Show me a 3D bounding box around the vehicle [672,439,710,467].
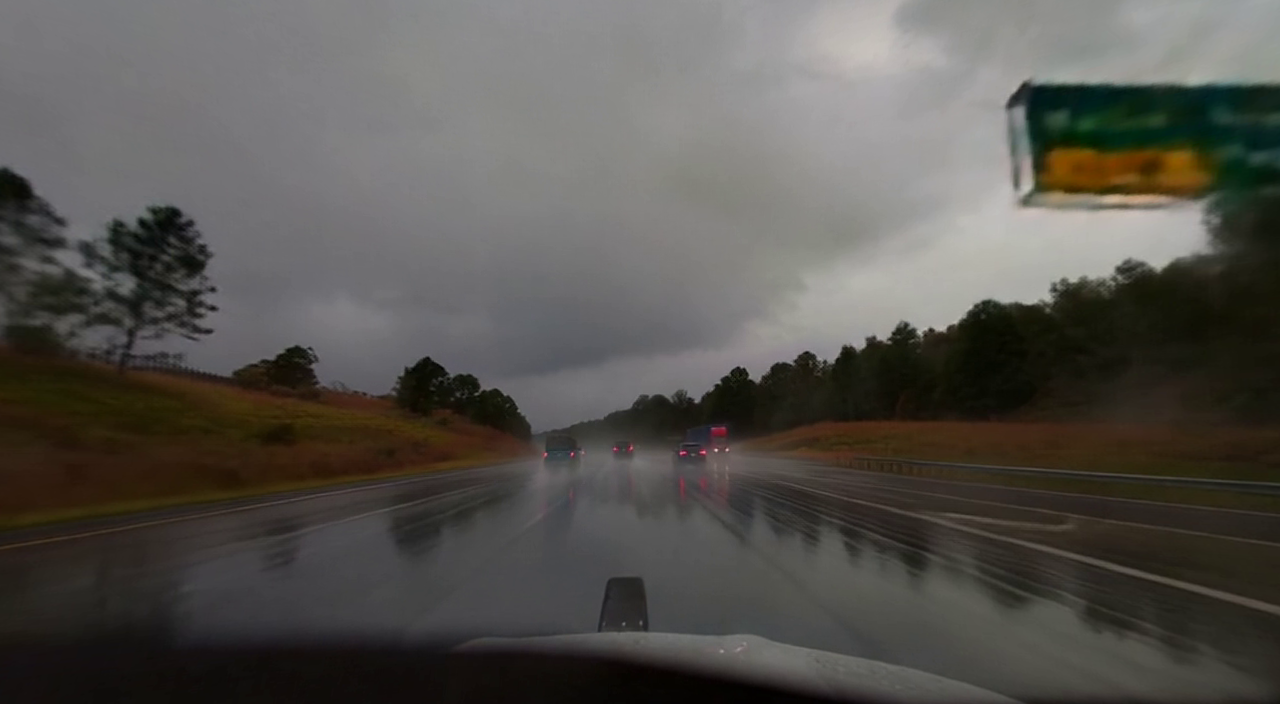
[{"bbox_3d":[3.341,6.713,42.113,1.995,1.712,4.206,0,-8,-2],"label":"vehicle"}]

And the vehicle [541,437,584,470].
[{"bbox_3d":[-4.711,6.226,38.879,2.120,1.855,4.619,0,-8,-1],"label":"vehicle"}]
